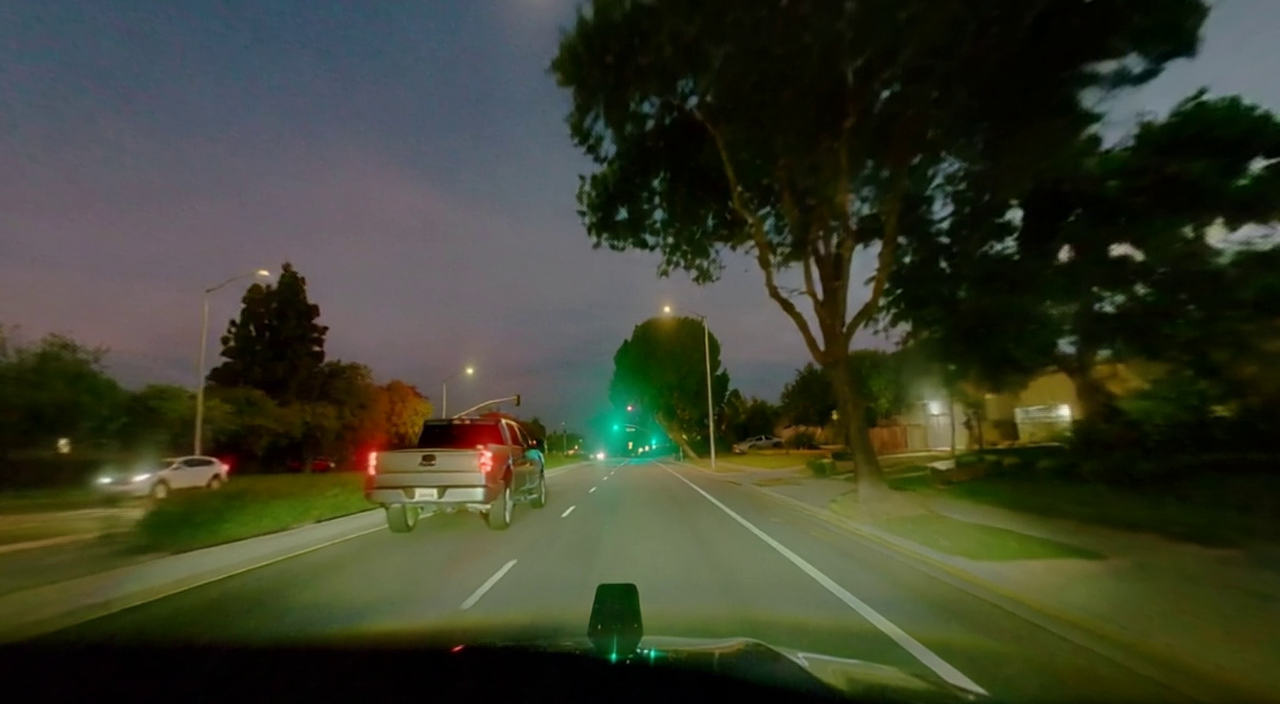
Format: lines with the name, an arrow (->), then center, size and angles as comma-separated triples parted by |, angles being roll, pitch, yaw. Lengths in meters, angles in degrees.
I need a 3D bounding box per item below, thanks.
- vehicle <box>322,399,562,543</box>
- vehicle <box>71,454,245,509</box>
vehicle -> -3.140, 2.109, 11.856 | 2.508, 2.001, 5.880 | -1, -9, 1
vehicle -> -15.011, 4.022, 20.060 | 1.991, 1.466, 4.370 | -1, -9, 2
